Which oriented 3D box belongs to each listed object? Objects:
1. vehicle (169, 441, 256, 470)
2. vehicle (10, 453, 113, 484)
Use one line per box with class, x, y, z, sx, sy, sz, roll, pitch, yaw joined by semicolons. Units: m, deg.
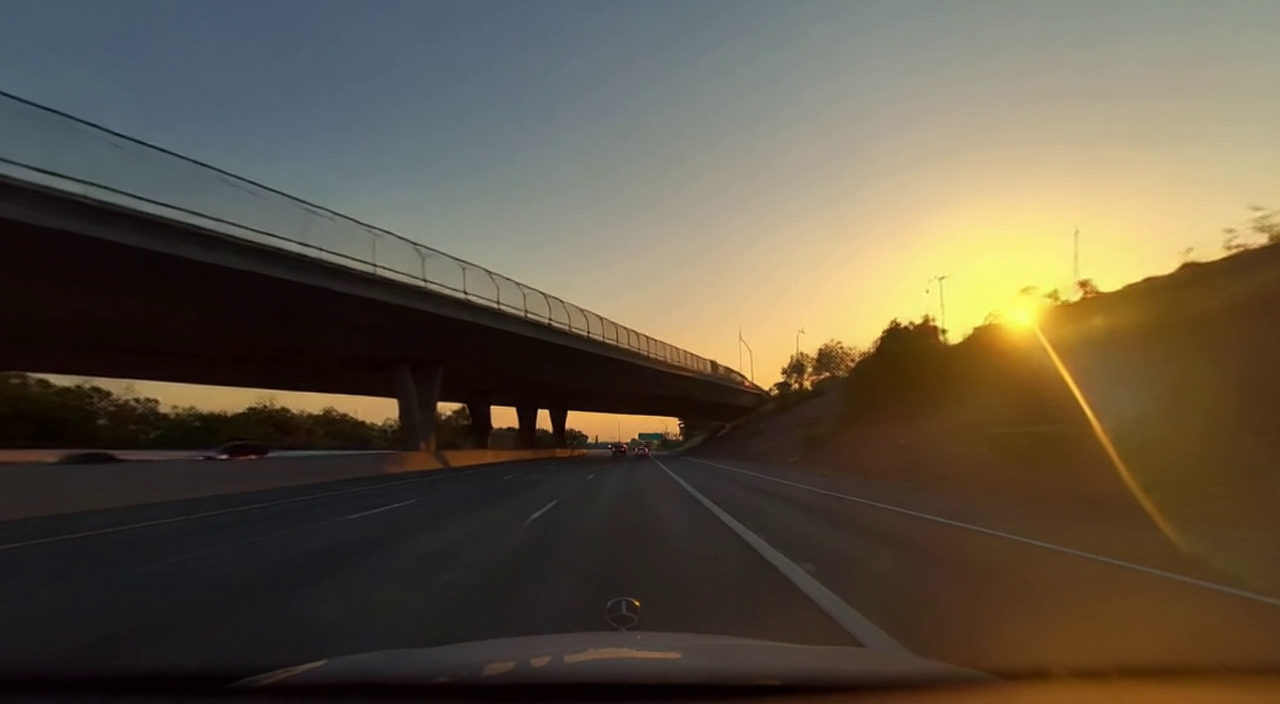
vehicle;-26.124;6.339;38.787;2.023;1.639;4.699;-1;-8;0
vehicle;-29.857;6.002;32.738;1.726;1.405;3.815;0;-8;0
